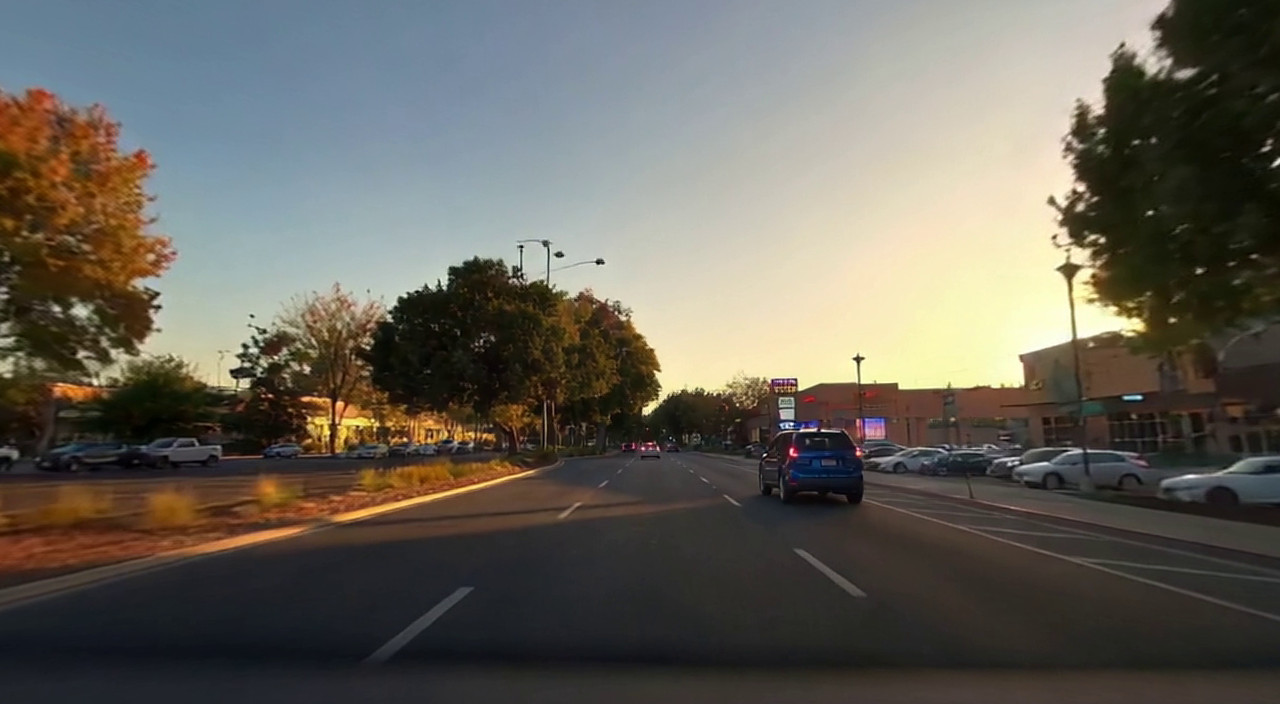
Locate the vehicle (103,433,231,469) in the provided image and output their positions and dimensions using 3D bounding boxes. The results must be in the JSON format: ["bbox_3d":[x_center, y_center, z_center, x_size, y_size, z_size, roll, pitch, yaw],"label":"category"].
[{"bbox_3d":[-28.268,5.960,38.098,2.344,1.946,6.771,-1,-8,2],"label":"vehicle"}]

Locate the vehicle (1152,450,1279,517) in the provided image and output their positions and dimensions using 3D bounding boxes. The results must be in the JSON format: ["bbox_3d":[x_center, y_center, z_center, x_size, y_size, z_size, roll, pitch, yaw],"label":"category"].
[{"bbox_3d":[17.646,3.666,17.820,4.433,1.729,2.033,-1,-8,3],"label":"vehicle"}]

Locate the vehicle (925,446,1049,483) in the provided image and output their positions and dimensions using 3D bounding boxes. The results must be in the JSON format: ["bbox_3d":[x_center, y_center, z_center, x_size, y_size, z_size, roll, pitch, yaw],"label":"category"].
[{"bbox_3d":[17.790,5.759,32.552,5.012,1.813,2.291,0,-8,-1],"label":"vehicle"}]

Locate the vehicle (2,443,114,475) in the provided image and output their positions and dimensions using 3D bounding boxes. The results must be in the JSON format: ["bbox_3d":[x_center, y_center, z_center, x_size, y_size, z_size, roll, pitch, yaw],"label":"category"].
[{"bbox_3d":[-31.114,5.713,33.869,1.886,1.606,4.230,0,-8,1],"label":"vehicle"}]

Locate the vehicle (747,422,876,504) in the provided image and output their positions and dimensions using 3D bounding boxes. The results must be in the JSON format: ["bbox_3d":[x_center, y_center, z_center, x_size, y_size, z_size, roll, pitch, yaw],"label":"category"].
[{"bbox_3d":[4.106,2.735,15.971,2.024,1.773,4.431,0,-8,0],"label":"vehicle"}]

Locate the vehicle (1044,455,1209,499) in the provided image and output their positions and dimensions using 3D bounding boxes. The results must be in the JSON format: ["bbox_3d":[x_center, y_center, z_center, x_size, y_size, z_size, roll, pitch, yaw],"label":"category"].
[{"bbox_3d":[17.731,4.557,23.135,4.370,1.488,1.970,0,-8,-1],"label":"vehicle"}]
